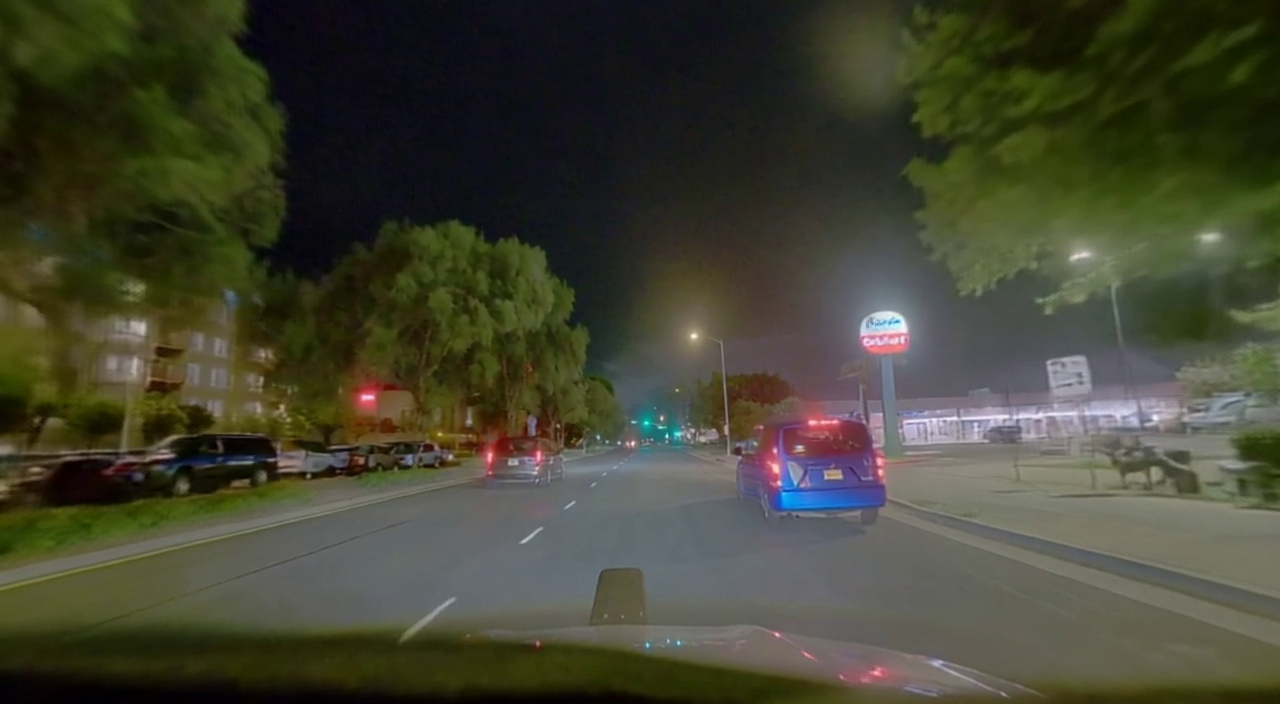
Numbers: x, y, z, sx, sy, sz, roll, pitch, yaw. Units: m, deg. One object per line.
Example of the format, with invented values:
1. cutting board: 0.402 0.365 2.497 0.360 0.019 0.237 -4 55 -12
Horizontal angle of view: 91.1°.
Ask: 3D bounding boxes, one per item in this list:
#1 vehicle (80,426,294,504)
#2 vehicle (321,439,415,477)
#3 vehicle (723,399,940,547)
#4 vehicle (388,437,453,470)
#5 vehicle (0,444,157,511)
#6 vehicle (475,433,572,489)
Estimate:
1. vehicle: -11.922 2.991 17.111 2.117 1.787 4.917 0 -8 0
2. vehicle: -11.469 4.494 26.875 1.959 1.488 4.390 0 -8 1
3. vehicle: 2.624 1.795 9.955 2.293 1.779 4.457 -1 -8 4
4. vehicle: -11.526 5.351 33.300 1.852 1.621 4.166 0 -8 1
5. vehicle: -15.250 3.185 16.498 1.900 1.509 4.104 0 -8 -2
6. vehicle: -3.347 3.224 18.959 1.966 1.481 4.385 0 -8 2
